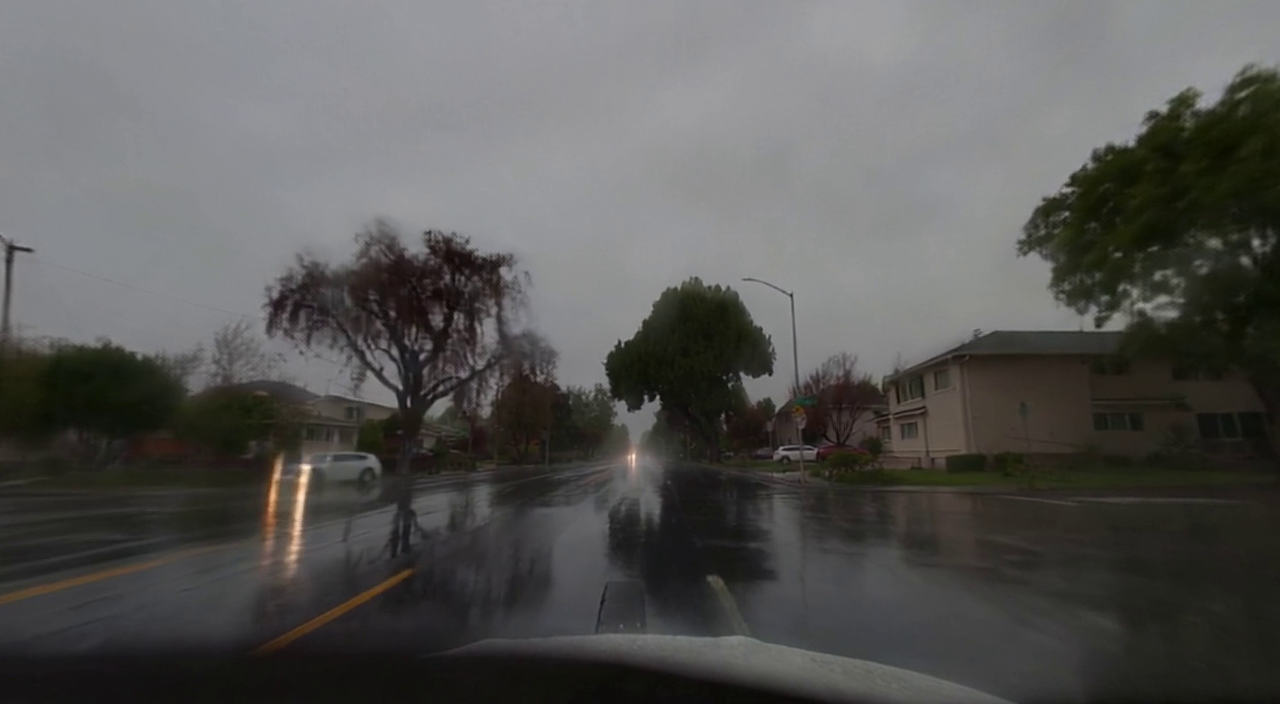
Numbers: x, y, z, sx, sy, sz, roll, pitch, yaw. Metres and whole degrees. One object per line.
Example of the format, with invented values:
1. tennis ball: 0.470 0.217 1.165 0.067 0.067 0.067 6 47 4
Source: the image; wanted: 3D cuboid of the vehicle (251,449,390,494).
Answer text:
1. vehicle: -12.738 4.765 25.600 2.064 1.596 4.716 -4 -9 23
